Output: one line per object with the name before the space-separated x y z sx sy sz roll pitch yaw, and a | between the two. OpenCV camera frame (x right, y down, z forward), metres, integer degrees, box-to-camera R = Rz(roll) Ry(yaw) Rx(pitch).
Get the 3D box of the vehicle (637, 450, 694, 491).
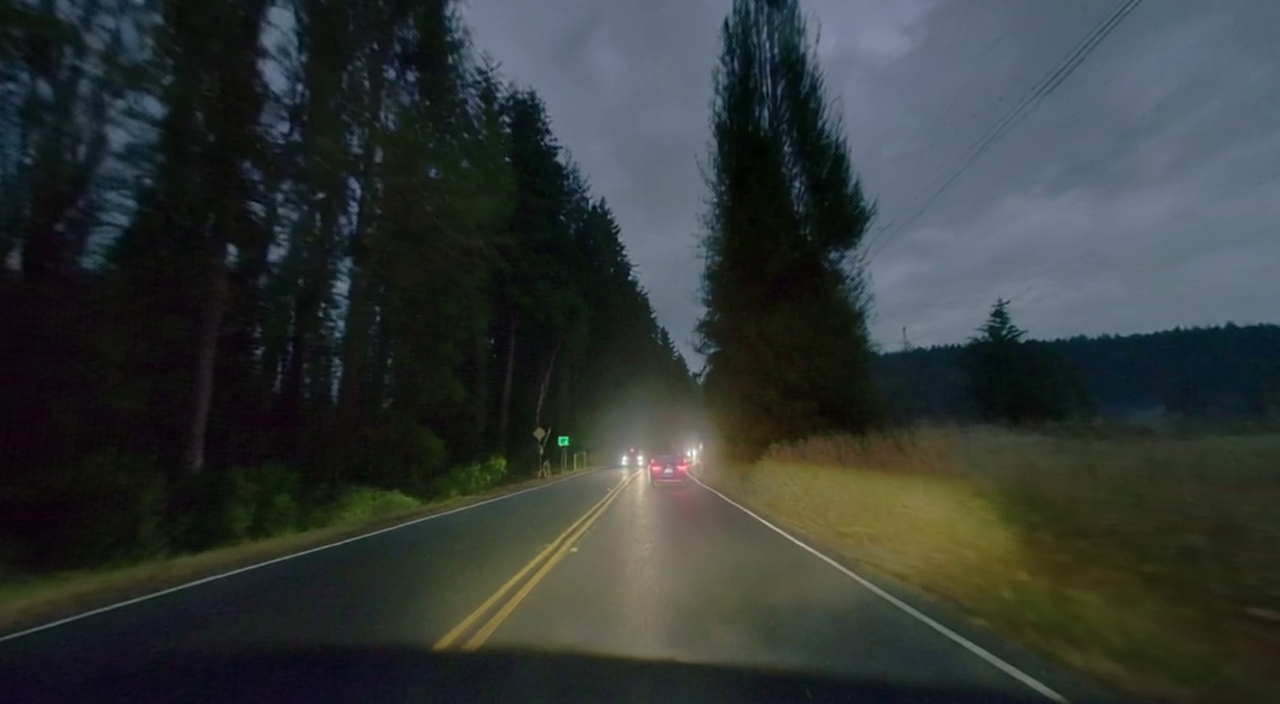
vehicle | 1.088 5.128 27.621 2.274 1.583 4.349 0 -9 2
